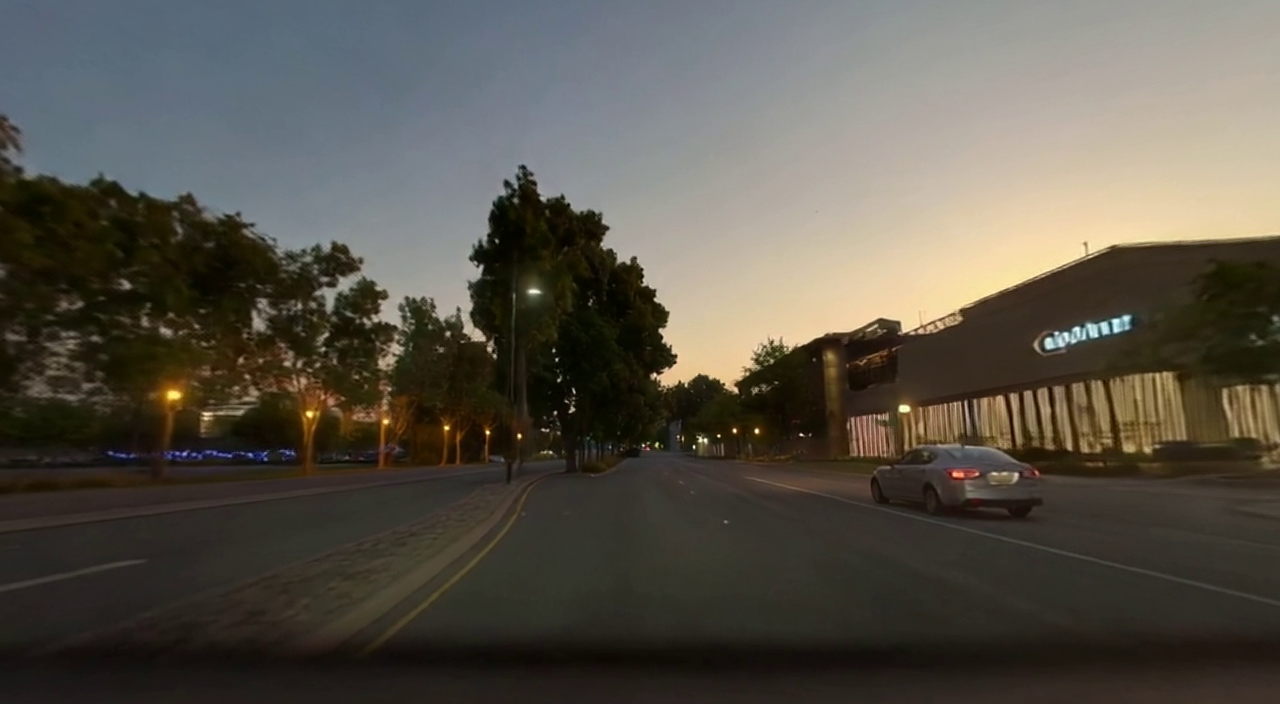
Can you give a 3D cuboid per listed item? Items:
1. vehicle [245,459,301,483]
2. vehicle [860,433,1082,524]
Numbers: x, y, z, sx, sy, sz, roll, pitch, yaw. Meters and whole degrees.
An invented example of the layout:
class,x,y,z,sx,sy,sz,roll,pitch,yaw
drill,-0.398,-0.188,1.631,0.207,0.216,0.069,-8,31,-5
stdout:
class,x,y,z,sx,sy,sz,roll,pitch,yaw
vehicle,-27.666,8.917,47.545,4.967,1.587,2.096,-8,-11,41
vehicle,6.395,2.484,13.026,1.913,1.504,4.738,0,-9,-1
